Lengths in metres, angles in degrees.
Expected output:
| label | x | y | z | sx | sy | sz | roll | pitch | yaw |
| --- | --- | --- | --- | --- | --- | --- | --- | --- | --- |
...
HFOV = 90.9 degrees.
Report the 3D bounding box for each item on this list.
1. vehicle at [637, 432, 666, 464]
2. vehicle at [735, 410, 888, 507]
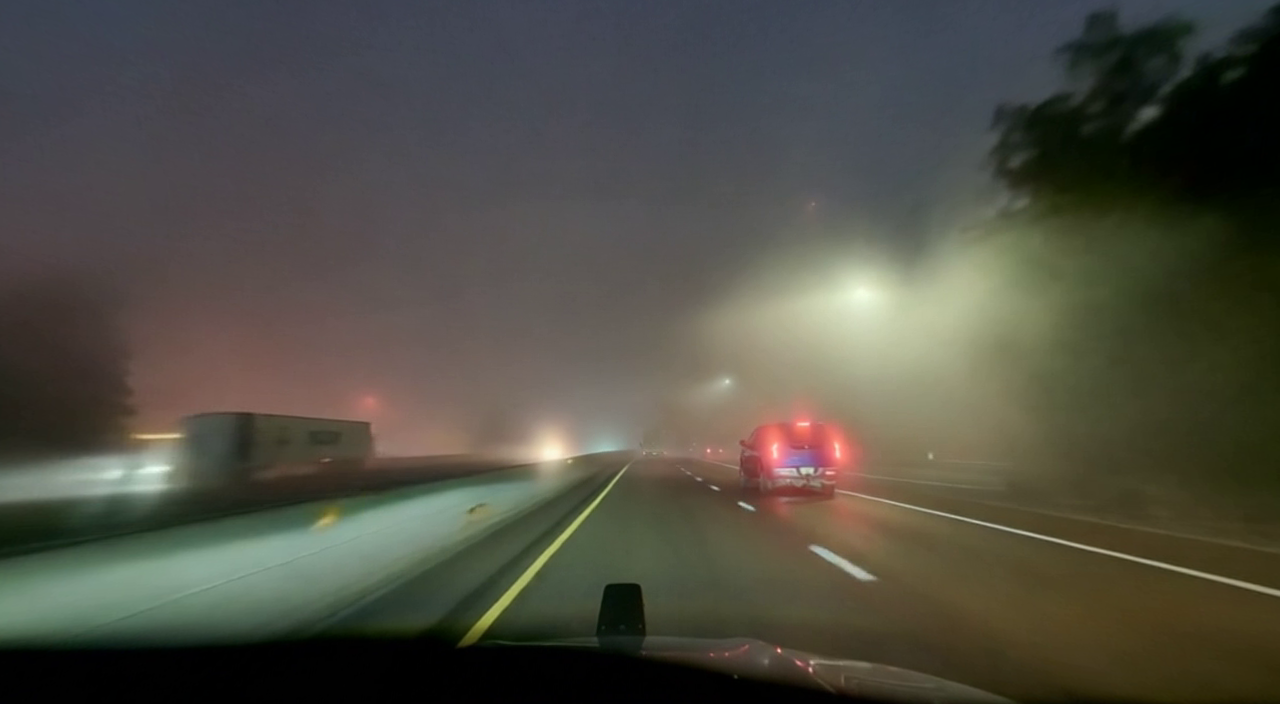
| label | x | y | z | sx | sy | sz | roll | pitch | yaw |
| --- | --- | --- | --- | --- | --- | --- | --- | --- | --- |
| vehicle | 0.864 | 7.380 | 48.342 | 2.099 | 2.260 | 4.899 | 0 | -9 | 0 |
| vehicle | 4.272 | 2.833 | 17.064 | 2.594 | 2.155 | 5.670 | 0 | -9 | 1 |
